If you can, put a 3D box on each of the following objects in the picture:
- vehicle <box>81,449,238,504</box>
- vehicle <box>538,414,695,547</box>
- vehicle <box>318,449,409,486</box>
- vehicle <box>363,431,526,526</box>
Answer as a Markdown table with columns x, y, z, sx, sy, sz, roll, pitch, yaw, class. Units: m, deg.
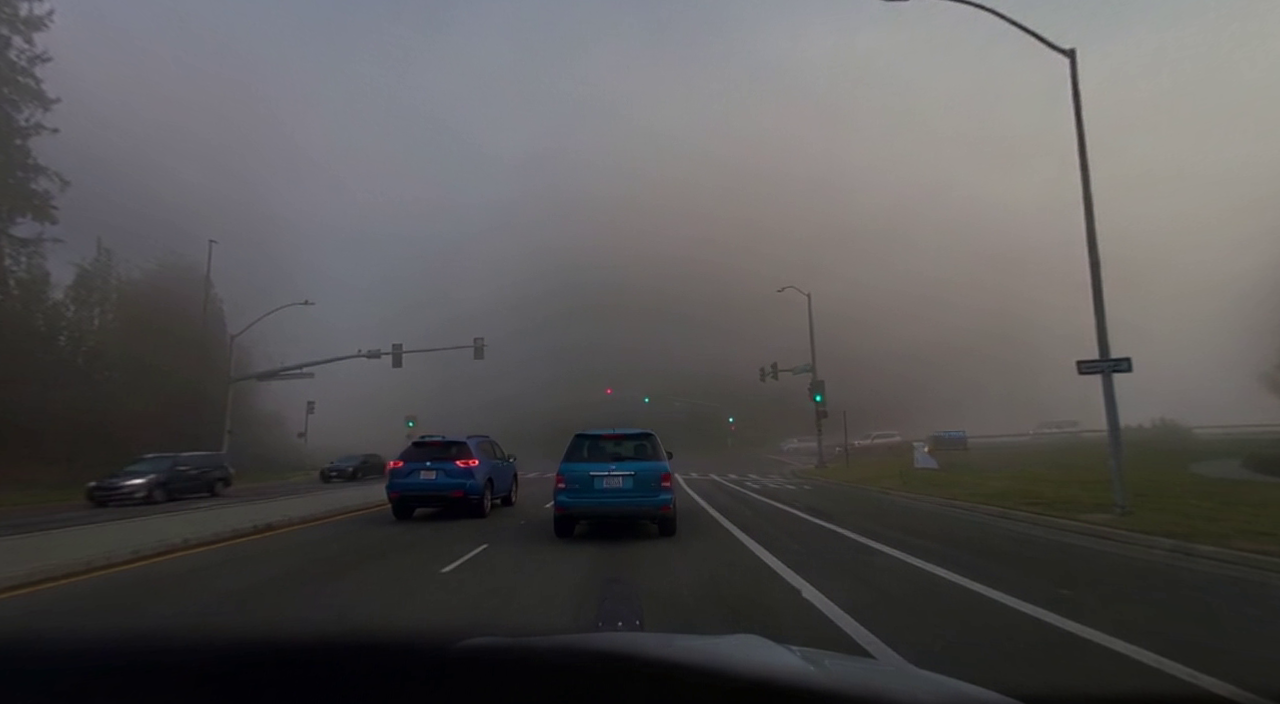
| x | y | z | sx | sy | sz | roll | pitch | yaw | class |
| --- | --- | --- | --- | --- | --- | --- | --- | --- | --- |
| -16.182 | 4.207 | 21.641 | 2.003 | 1.653 | 4.388 | 0 | -10 | -2 | vehicle |
| -0.308 | 2.124 | 11.166 | 2.131 | 1.793 | 5.016 | 0 | -9 | 0 | vehicle |
| -12.234 | 5.098 | 28.313 | 1.935 | 1.488 | 4.611 | 0 | -9 | 1 | vehicle |
| -3.905 | 2.597 | 13.556 | 2.009 | 1.673 | 4.454 | 0 | -9 | 1 | vehicle |
